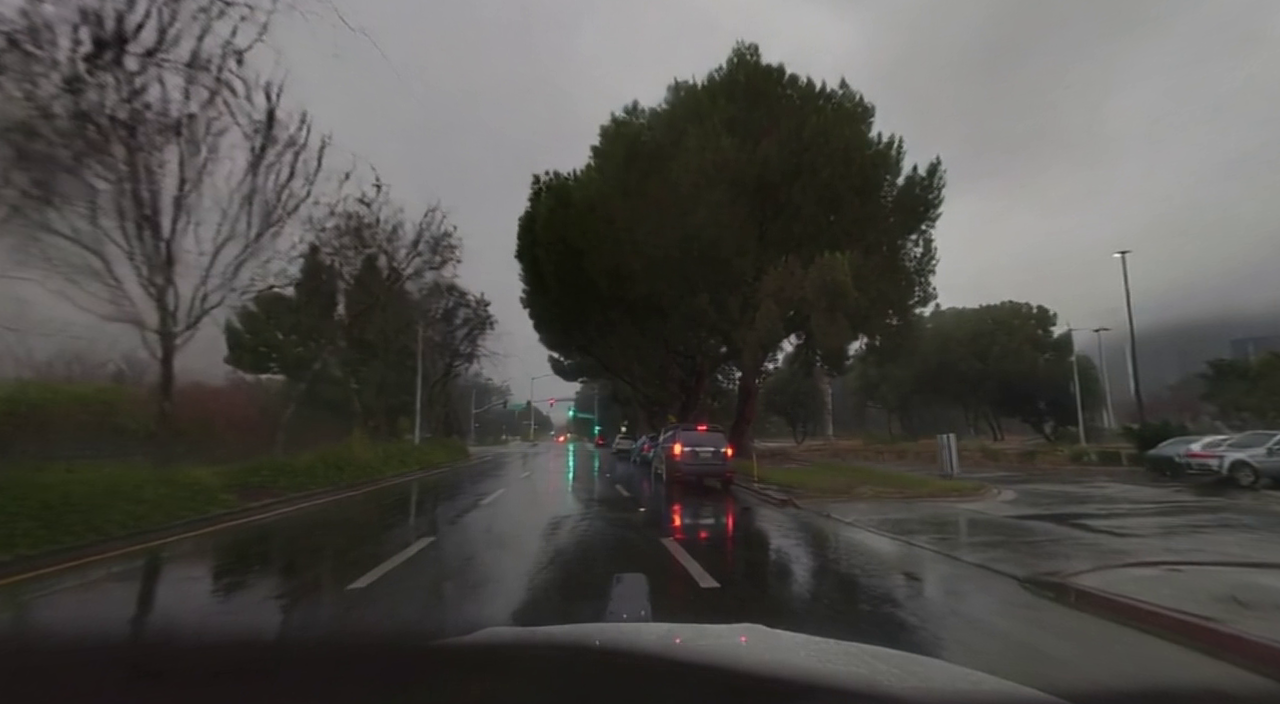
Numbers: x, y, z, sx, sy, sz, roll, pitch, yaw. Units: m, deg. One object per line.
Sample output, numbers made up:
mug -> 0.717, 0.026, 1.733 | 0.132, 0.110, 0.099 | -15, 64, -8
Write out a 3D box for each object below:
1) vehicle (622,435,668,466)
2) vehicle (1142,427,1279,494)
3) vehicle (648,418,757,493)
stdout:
vehicle -> 0.212, 5.250, 33.774 | 1.832, 1.538, 4.208 | 1, -8, -8
vehicle -> 17.628, 3.126, 18.216 | 2.068, 1.759, 4.747 | 3, -9, -6
vehicle -> 1.646, 2.986, 18.531 | 2.226, 1.889, 4.543 | 1, -8, -7
